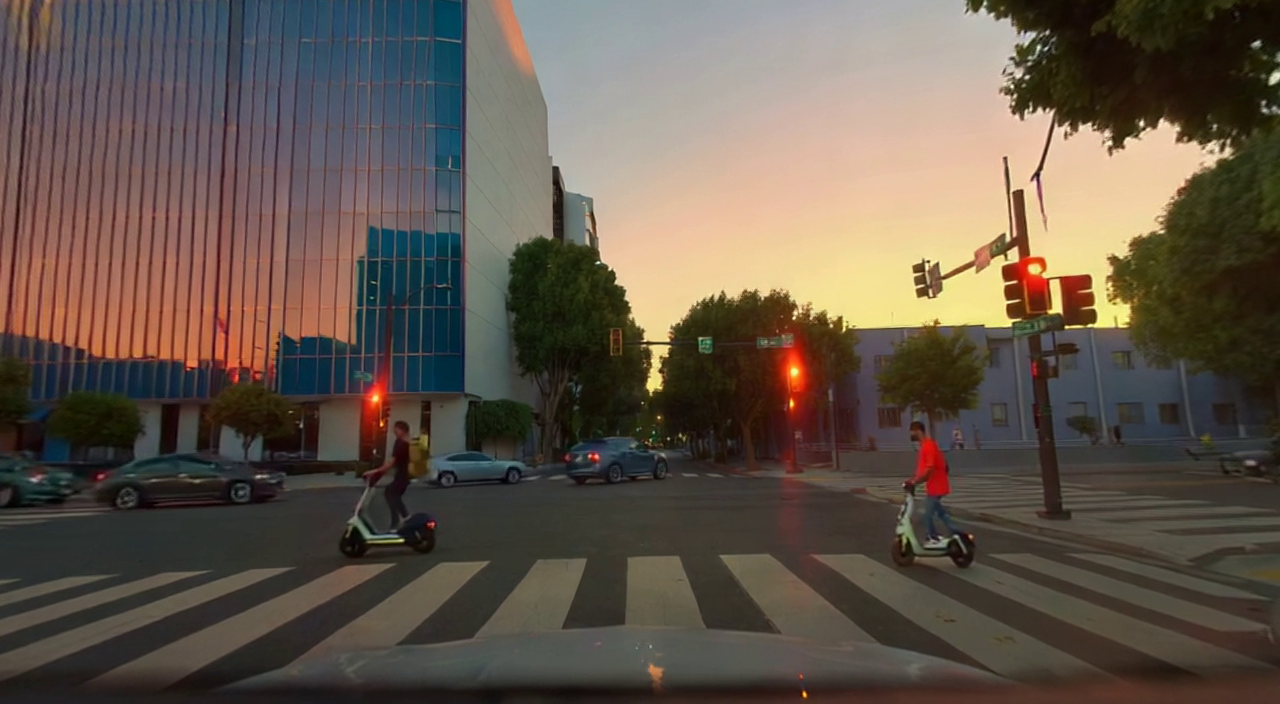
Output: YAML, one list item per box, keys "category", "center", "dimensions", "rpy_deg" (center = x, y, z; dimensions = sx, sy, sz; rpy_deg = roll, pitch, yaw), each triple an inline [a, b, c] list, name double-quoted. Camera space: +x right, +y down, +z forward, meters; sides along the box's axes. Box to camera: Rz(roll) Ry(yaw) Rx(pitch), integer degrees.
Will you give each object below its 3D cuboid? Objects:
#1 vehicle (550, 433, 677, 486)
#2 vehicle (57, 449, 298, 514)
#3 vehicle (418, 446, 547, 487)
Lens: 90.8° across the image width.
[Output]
- category: "vehicle"
  center: [-0.865, 3.965, 23.643]
  dimensions: [2.122, 1.724, 4.802]
  rpy_deg: [-7, -11, 37]
- category: "vehicle"
  center: [-11.872, 3.338, 16.612]
  dimensions: [4.576, 1.496, 2.042]
  rpy_deg: [1, -9, -11]
- category: "vehicle"
  center: [-6.201, 4.488, 25.137]
  dimensions: [4.485, 1.463, 2.075]
  rpy_deg: [7, -11, -41]
